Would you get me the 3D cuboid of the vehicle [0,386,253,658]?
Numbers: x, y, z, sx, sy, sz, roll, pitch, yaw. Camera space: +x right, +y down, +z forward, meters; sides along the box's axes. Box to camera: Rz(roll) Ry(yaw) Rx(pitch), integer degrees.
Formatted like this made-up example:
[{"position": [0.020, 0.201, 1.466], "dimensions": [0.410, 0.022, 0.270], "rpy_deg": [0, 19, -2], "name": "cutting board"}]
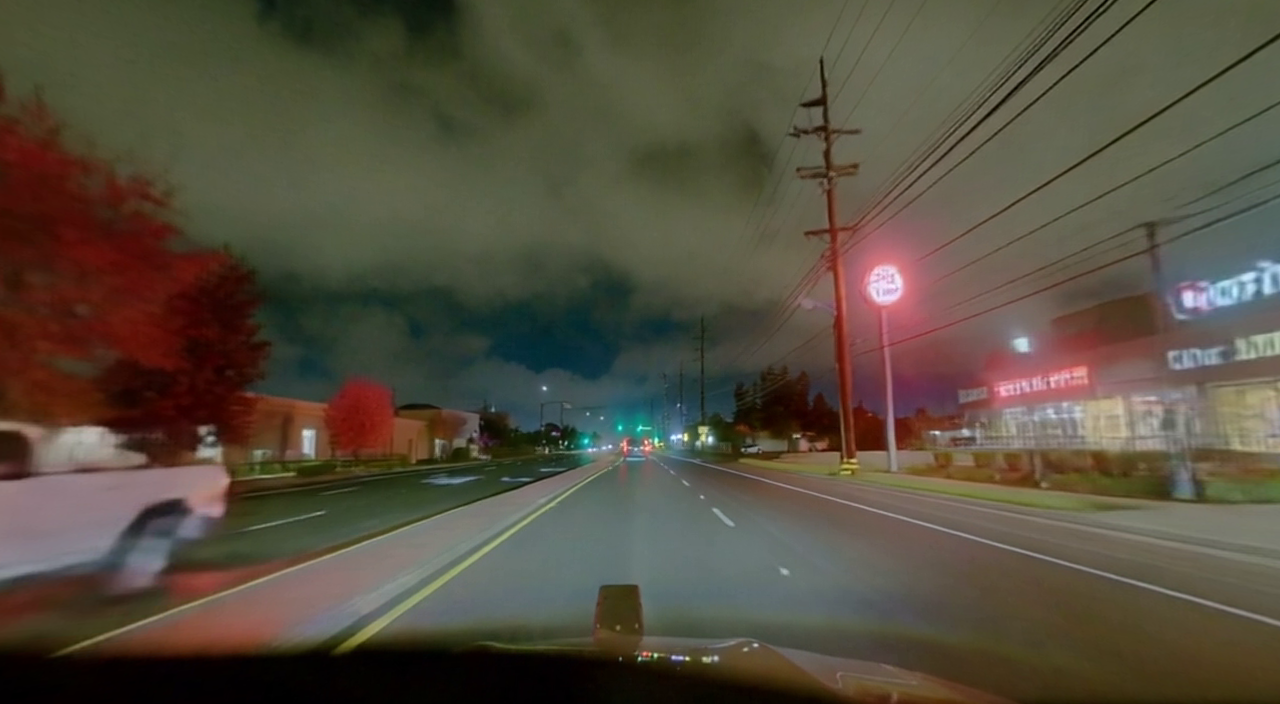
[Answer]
[{"position": [-4.996, 1.142, 4.311], "dimensions": [1.993, 1.680, 4.386], "rpy_deg": [-2, -8, -1], "name": "vehicle"}]
